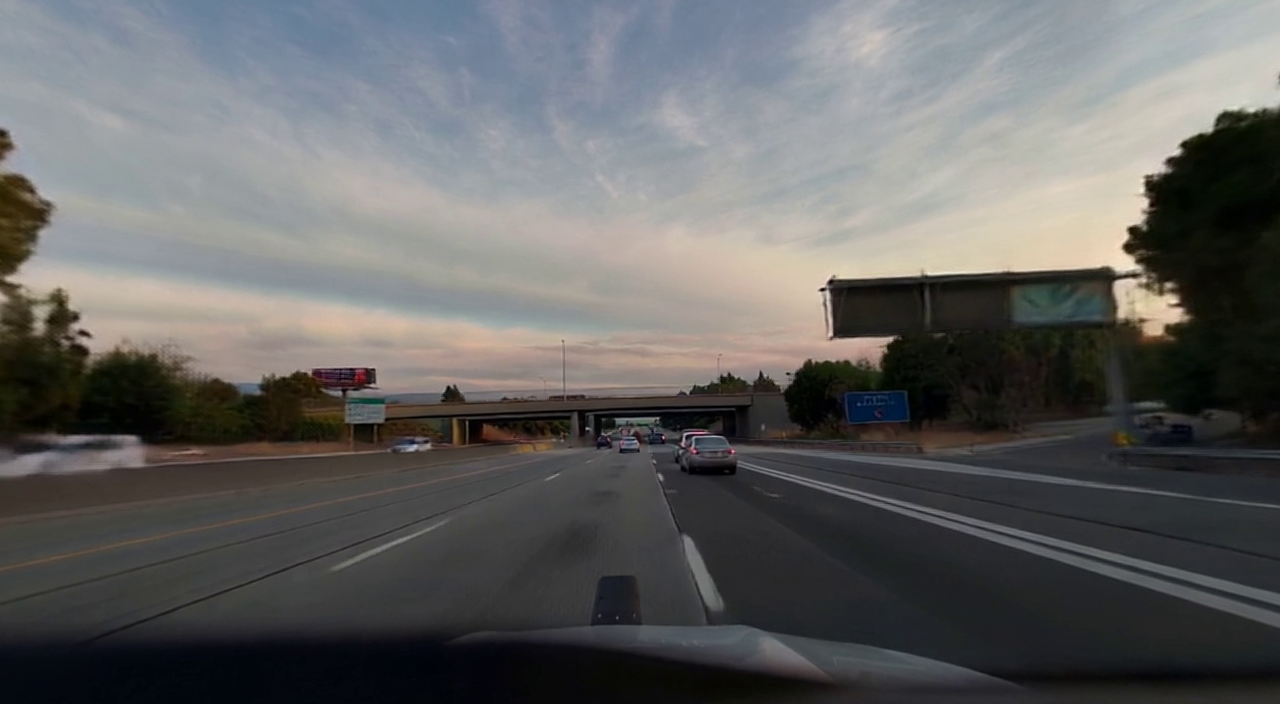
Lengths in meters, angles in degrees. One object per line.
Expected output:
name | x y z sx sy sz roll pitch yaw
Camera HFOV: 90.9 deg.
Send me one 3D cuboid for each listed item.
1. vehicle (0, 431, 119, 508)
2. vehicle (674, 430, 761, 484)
vehicle | -13.420 2.371 12.934 1.861 1.490 4.157 0 -8 0
vehicle | 2.523 3.585 21.982 2.240 1.646 4.949 1 -8 -2
